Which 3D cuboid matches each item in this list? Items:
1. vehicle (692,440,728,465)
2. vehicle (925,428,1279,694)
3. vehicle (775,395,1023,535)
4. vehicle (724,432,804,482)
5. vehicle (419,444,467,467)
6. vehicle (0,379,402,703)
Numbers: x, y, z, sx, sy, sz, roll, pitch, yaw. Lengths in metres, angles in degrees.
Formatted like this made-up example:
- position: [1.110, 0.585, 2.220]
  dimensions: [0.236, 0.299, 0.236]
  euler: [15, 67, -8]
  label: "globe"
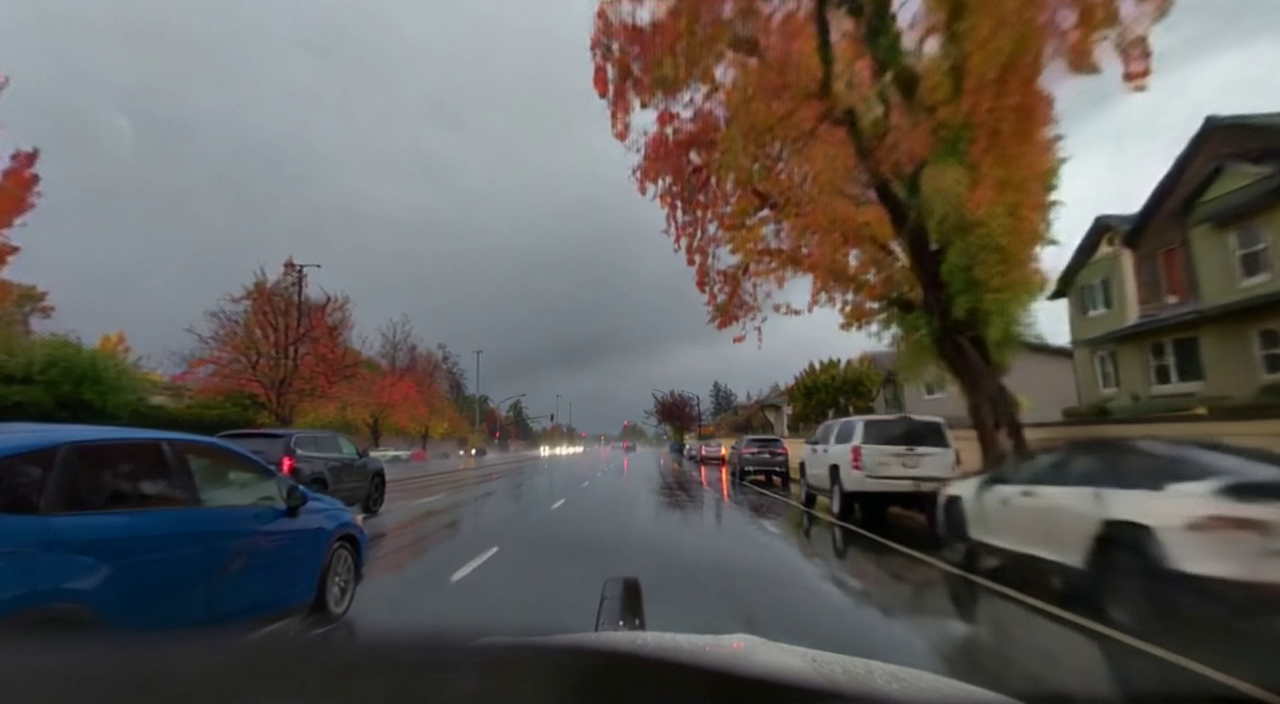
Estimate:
- position: [4.968, 7.219, 45.450]
  dimensions: [2.014, 1.700, 4.369]
  euler: [1, -9, -1]
  label: "vehicle"
- position: [4.556, 1.487, 5.470]
  dimensions: [1.876, 1.510, 4.637]
  euler: [1, -9, -2]
  label: "vehicle"
- position: [4.626, 2.199, 12.862]
  dimensions: [2.374, 2.104, 6.508]
  euler: [0, -9, 1]
  label: "vehicle"
- position: [4.861, 4.226, 25.629]
  dimensions: [2.164, 1.793, 5.671]
  euler: [0, -9, 1]
  label: "vehicle"
- position: [-13.670, 7.179, 43.887]
  dimensions: [1.837, 1.491, 4.378]
  euler: [0, -9, 1]
  label: "vehicle"
- position: [-3.208, 1.022, 3.420]
  dimensions: [1.982, 1.478, 4.465]
  euler: [0, -9, 1]
  label: "vehicle"
